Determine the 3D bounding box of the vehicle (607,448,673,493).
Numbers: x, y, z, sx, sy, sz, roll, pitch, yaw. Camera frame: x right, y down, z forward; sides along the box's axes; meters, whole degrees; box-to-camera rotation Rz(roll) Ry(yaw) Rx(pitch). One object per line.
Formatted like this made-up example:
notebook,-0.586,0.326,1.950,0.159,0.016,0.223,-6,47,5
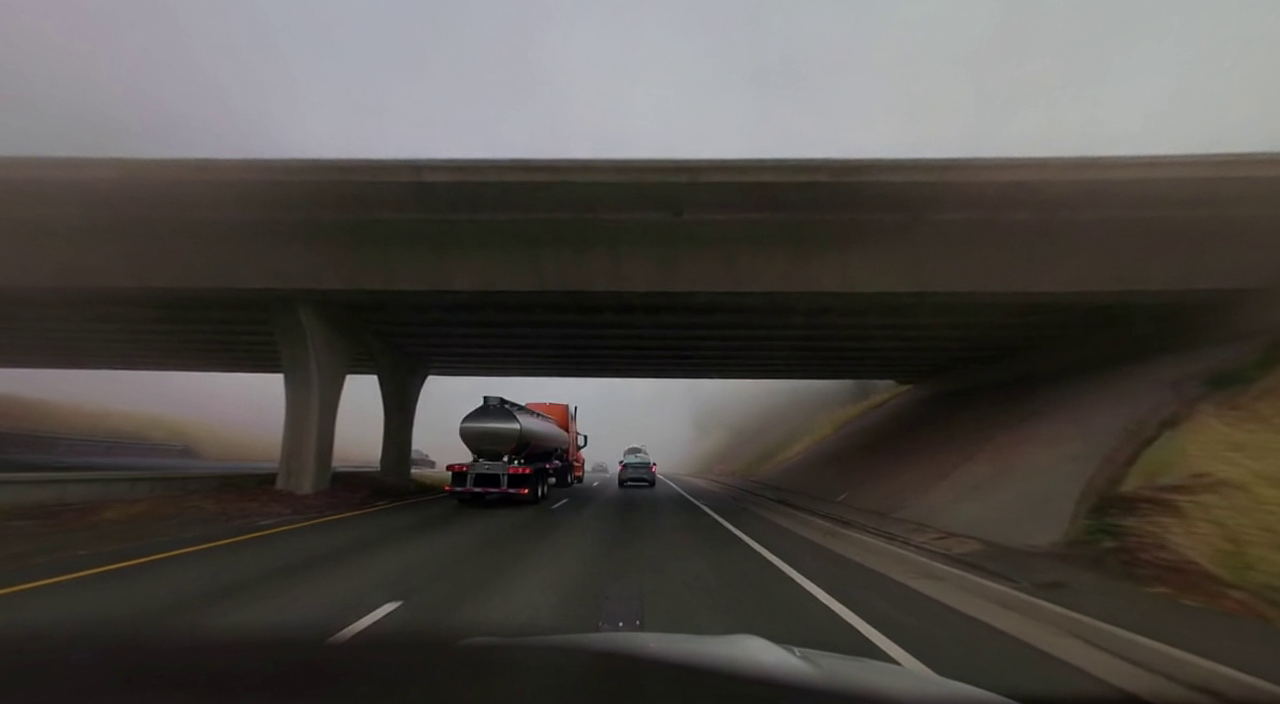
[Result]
vehicle,-0.058,4.322,23.416,2.215,1.481,4.246,0,-9,-1

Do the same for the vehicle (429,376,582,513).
vehicle,-4.174,3.514,23.931,2.896,3.563,14.643,0,-9,-1

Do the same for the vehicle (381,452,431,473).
vehicle,-18.069,8.554,48.996,1.929,1.523,4.108,-1,-9,5
